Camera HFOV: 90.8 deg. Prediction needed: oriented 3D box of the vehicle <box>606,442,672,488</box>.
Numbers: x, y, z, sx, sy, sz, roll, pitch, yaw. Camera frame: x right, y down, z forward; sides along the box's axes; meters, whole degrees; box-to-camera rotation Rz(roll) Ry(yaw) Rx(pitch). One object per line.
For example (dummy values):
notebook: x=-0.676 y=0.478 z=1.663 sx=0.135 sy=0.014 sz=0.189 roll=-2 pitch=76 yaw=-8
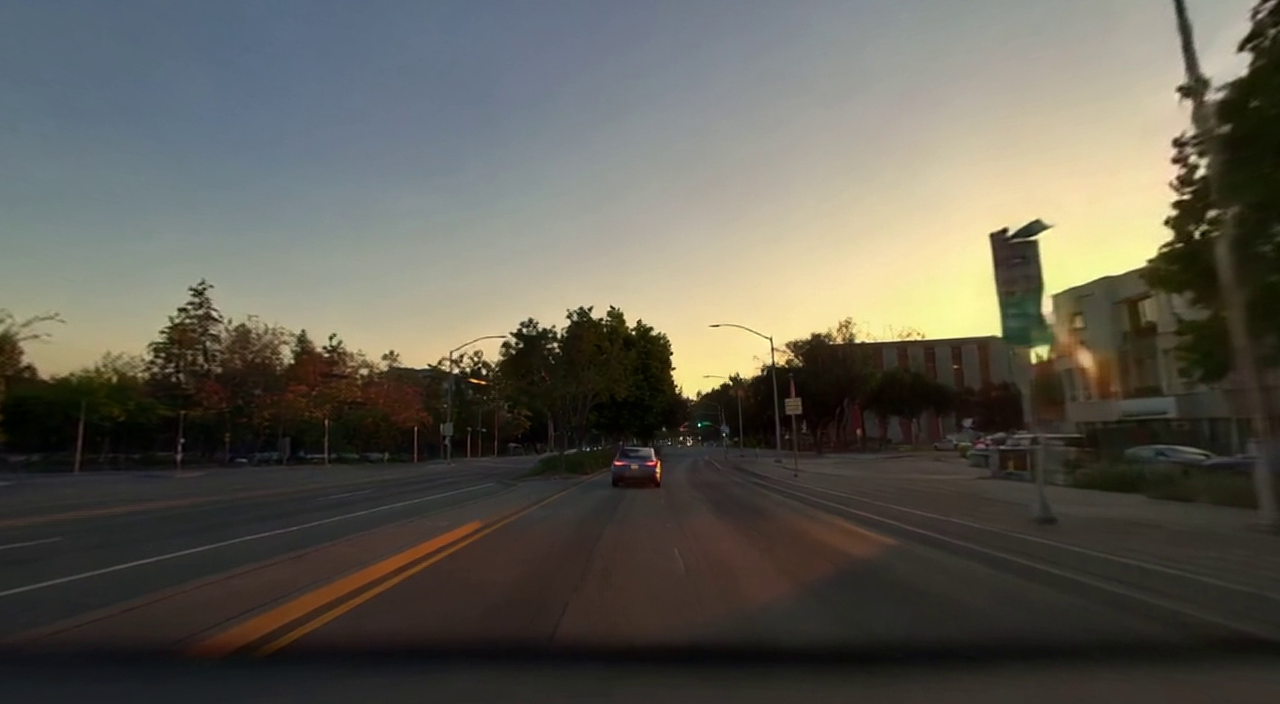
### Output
vehicle: x=0.019 y=4.026 z=22.818 sx=2.133 sy=1.481 sz=4.276 roll=-1 pitch=-9 yaw=1

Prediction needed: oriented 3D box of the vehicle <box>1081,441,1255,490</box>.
vehicle: x=17.456 y=3.767 z=21.288 sx=1.857 sy=1.441 sz=4.721 roll=0 pitch=-9 yaw=1
